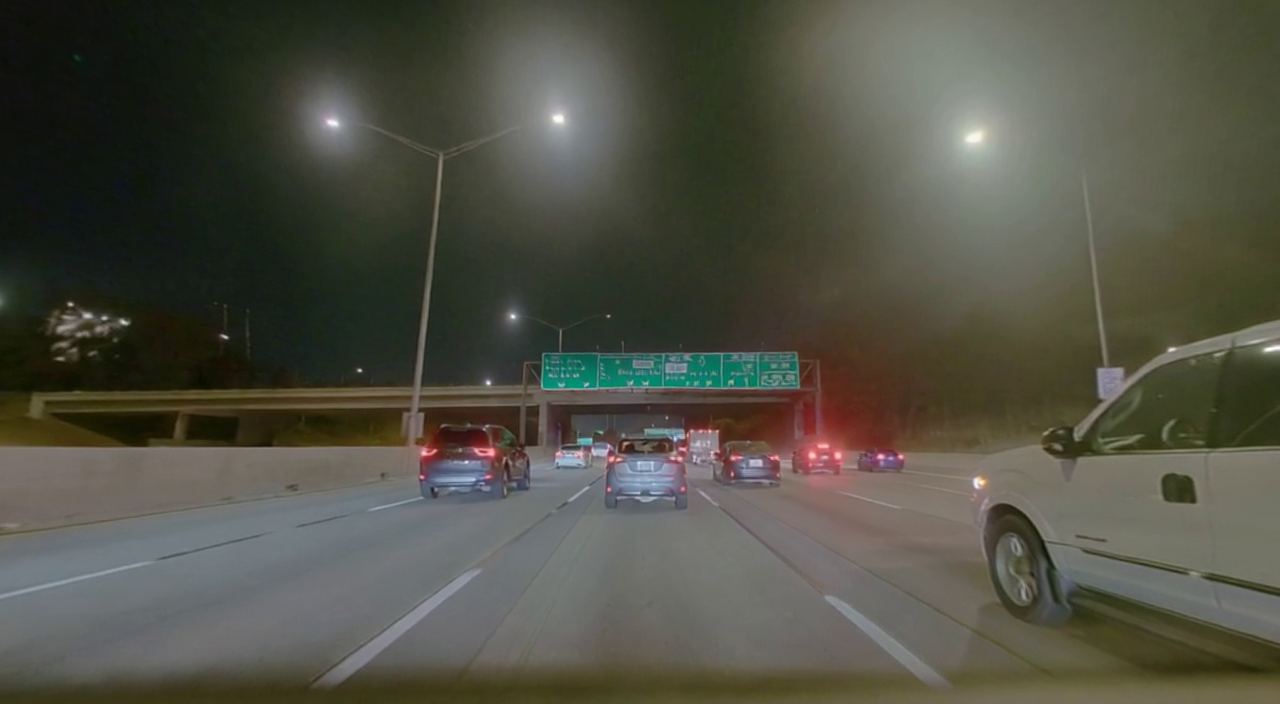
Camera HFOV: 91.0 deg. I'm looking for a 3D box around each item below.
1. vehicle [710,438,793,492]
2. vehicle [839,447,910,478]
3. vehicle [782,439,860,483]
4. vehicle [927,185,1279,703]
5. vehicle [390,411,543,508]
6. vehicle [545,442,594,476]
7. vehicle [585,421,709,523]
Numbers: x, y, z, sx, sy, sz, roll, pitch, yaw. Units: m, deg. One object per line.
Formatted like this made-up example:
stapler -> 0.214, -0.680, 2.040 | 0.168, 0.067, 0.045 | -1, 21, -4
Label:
vehicle -> 3.697, 3.854, 21.837 | 2.022, 1.633, 4.651 | 1, -9, 0
vehicle -> 12.151, 5.737, 32.970 | 1.945, 1.498, 4.385 | 1, -9, -1
vehicle -> 7.883, 4.778, 27.945 | 2.054, 1.769, 4.693 | 0, -9, 0
vehicle -> 3.521, 0.544, 2.476 | 2.300, 2.242, 5.327 | 0, -9, 1
vehicle -> -4.271, 2.810, 16.855 | 2.212, 2.101, 6.052 | 0, -9, 2
vehicle -> -3.703, 5.701, 33.890 | 1.982, 1.655, 4.604 | 0, -9, 2
vehicle -> 0.159, 2.427, 13.175 | 2.181, 1.756, 4.167 | 0, -9, 1
